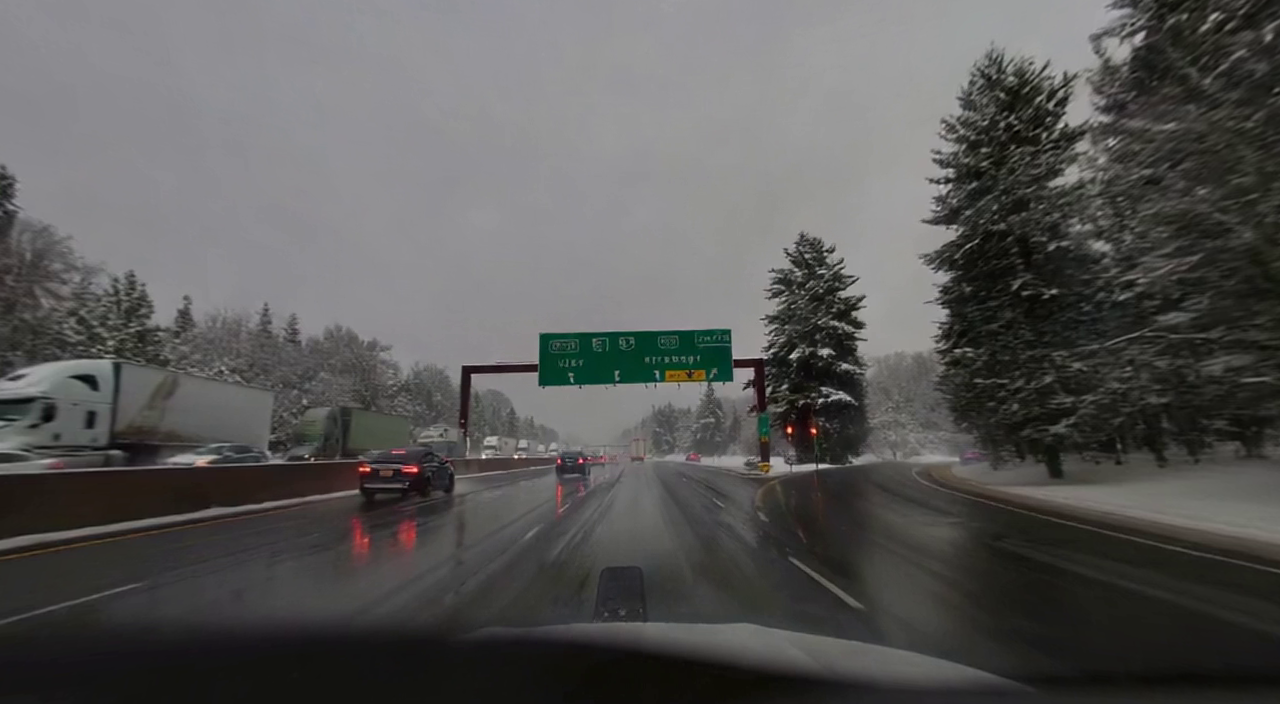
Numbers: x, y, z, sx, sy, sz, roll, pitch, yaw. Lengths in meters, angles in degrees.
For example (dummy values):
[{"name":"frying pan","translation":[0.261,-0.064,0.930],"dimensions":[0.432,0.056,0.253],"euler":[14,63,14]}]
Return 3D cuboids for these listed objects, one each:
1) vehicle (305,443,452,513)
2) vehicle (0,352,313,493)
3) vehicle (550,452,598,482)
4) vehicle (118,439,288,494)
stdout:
[{"name":"vehicle","translation":[-7.178,3.492,17.971],"dimensions":[2.122,1.685,4.714],"euler":[0,-9,0]},{"name":"vehicle","translation":[-18.653,3.342,25.827],"dimensions":[2.861,4.174,13.816],"euler":[1,-11,0]},{"name":"vehicle","translation":[-3.392,5.980,33.027],"dimensions":[2.076,1.453,4.094],"euler":[0,-9,0]},{"name":"vehicle","translation":[-14.666,3.870,21.678],"dimensions":[2.115,1.618,5.215],"euler":[0,-9,0]}]
